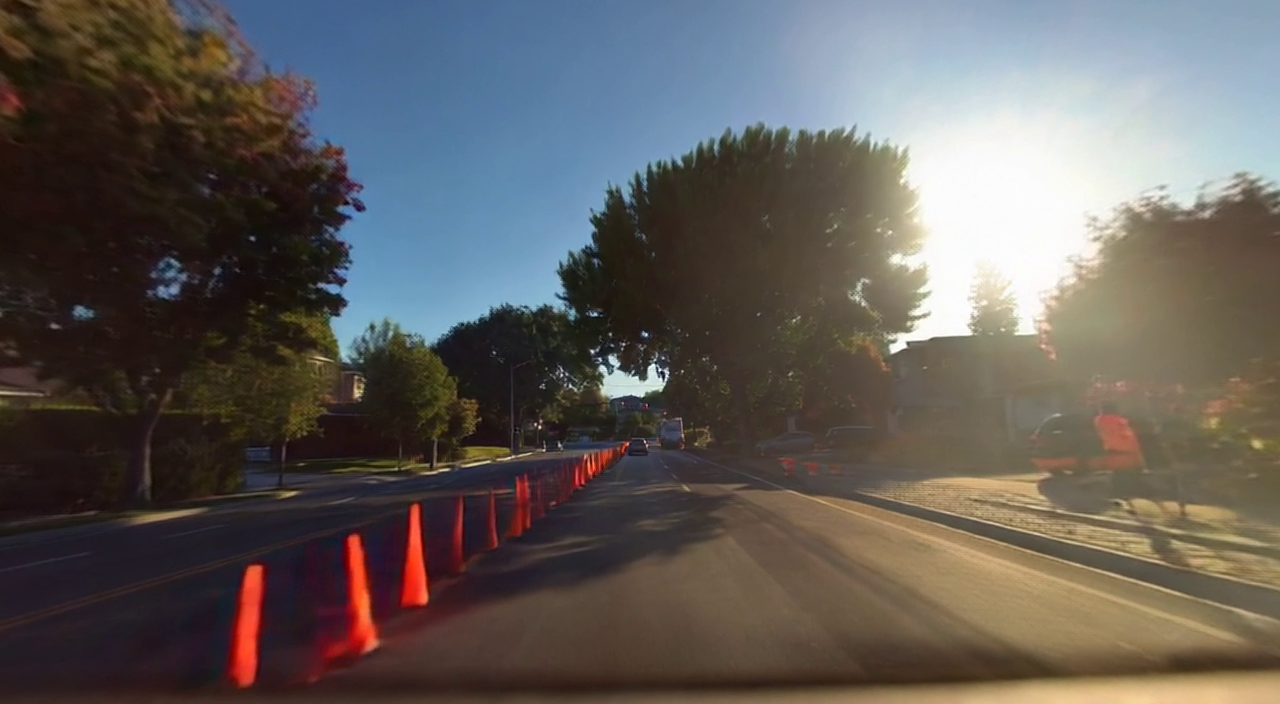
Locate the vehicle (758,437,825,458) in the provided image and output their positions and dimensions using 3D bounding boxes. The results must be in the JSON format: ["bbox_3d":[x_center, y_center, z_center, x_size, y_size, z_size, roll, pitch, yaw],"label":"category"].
[{"bbox_3d":[10.964,6.963,45.874,4.463,1.466,1.813,-1,-9,5],"label":"vehicle"}]
